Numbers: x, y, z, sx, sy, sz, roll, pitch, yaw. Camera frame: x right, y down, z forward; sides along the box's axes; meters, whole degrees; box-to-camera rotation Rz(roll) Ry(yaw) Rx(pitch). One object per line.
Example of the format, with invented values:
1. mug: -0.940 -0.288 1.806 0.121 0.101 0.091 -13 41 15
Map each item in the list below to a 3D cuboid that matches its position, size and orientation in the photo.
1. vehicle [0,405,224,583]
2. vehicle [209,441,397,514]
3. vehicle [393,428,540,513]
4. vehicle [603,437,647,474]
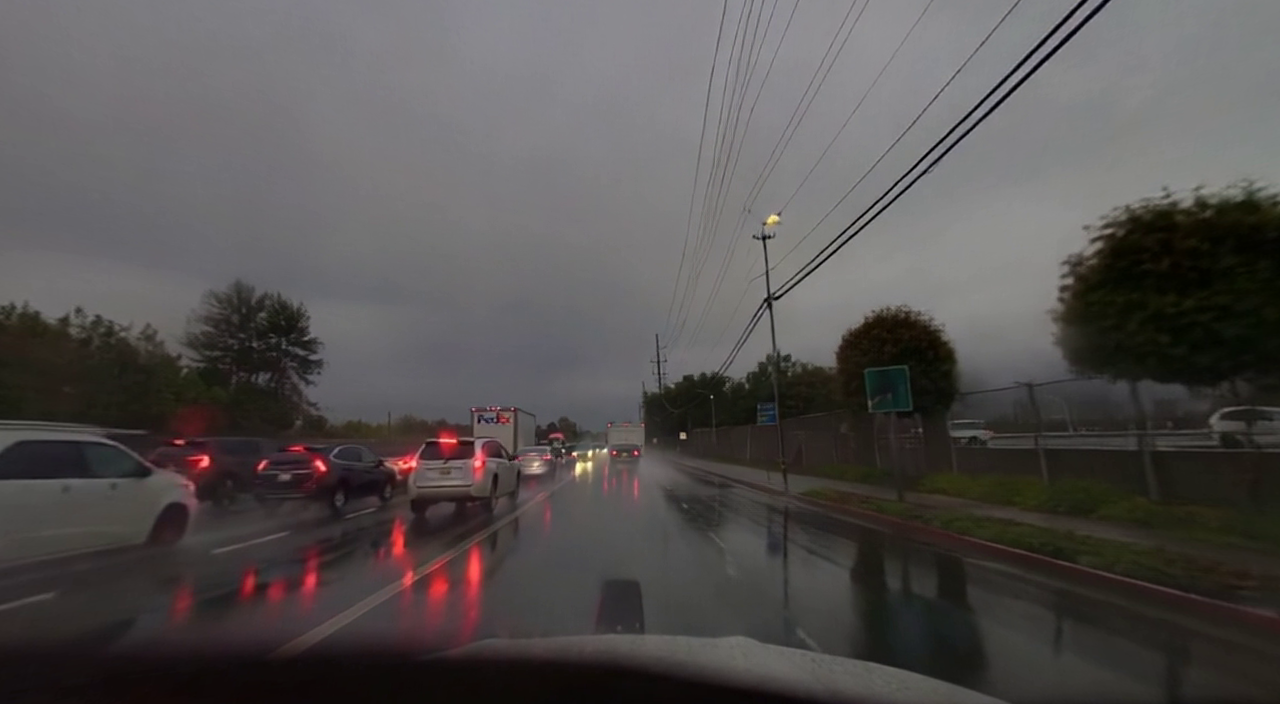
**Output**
1. vehicle: -7.334 1.538 7.180 2.023 1.736 4.579 0 -8 0
2. vehicle: -8.001 2.971 15.657 1.909 1.473 5.050 0 -8 0
3. vehicle: -3.815 2.706 14.939 2.057 1.673 4.934 0 -8 0
4. vehicle: -0.752 5.138 31.485 2.055 1.671 4.147 0 -8 -2
